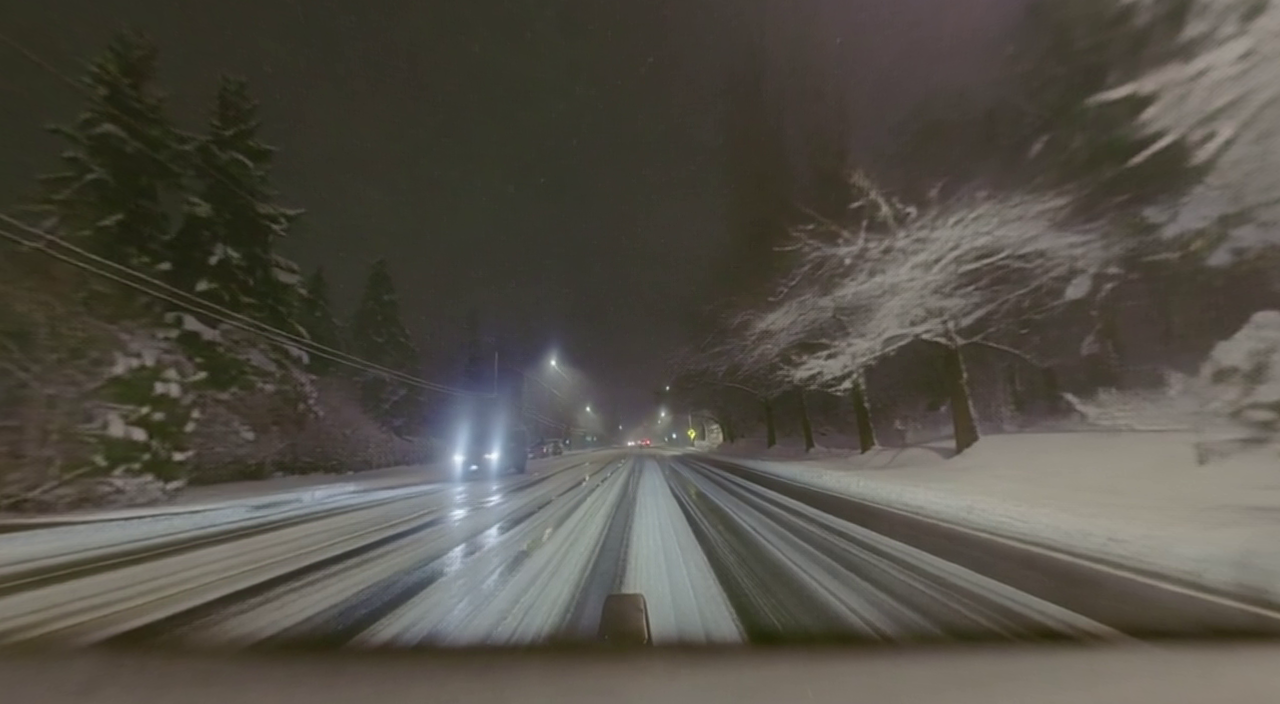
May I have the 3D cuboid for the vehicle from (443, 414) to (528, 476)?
[{"bbox_3d":[-8.698,5.373,36.714,2.757,3.141,8.316,0,-8,1],"label":"vehicle"}]
